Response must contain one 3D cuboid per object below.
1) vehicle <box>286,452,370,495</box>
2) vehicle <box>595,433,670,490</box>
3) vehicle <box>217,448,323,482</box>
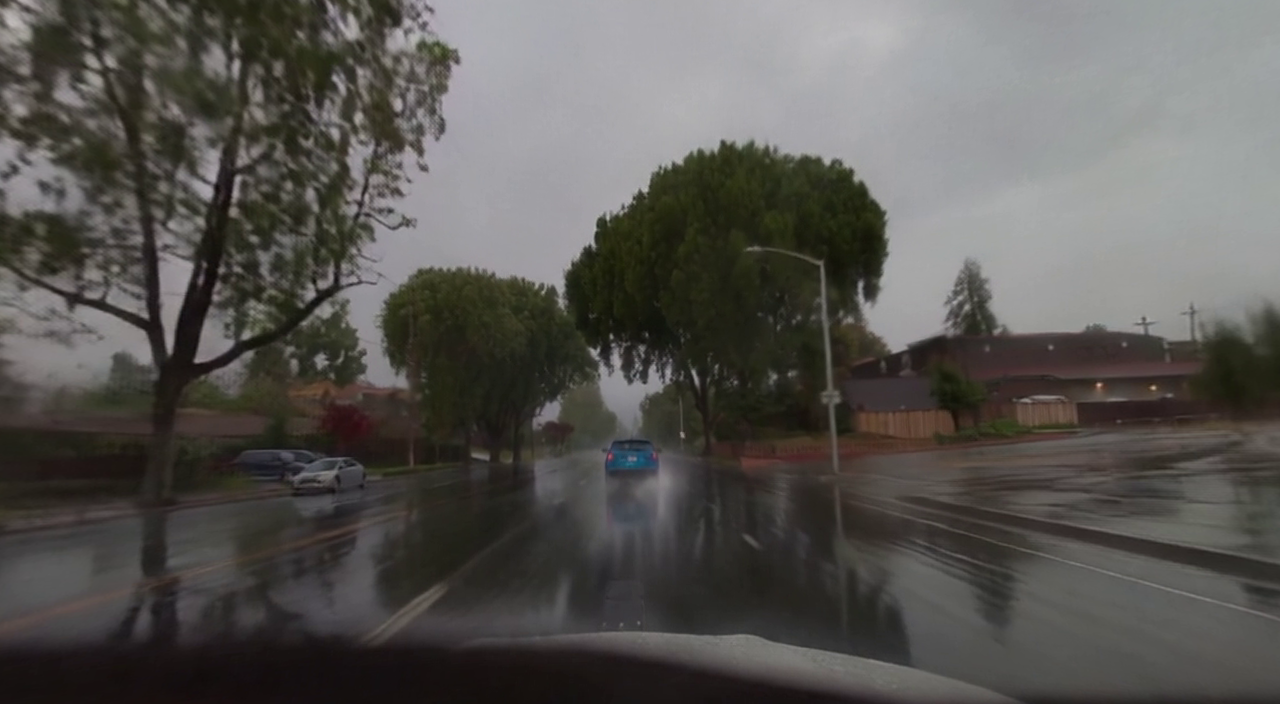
[{"bbox_3d":[-13.961,5.420,28.549,1.900,1.596,4.142,-4,-8,-3],"label":"vehicle"},{"bbox_3d":[-0.243,3.492,20.508,2.181,1.639,4.127,0,-8,-1],"label":"vehicle"},{"bbox_3d":[-21.501,6.544,36.858,4.807,1.872,2.041,0,-9,-2],"label":"vehicle"}]
